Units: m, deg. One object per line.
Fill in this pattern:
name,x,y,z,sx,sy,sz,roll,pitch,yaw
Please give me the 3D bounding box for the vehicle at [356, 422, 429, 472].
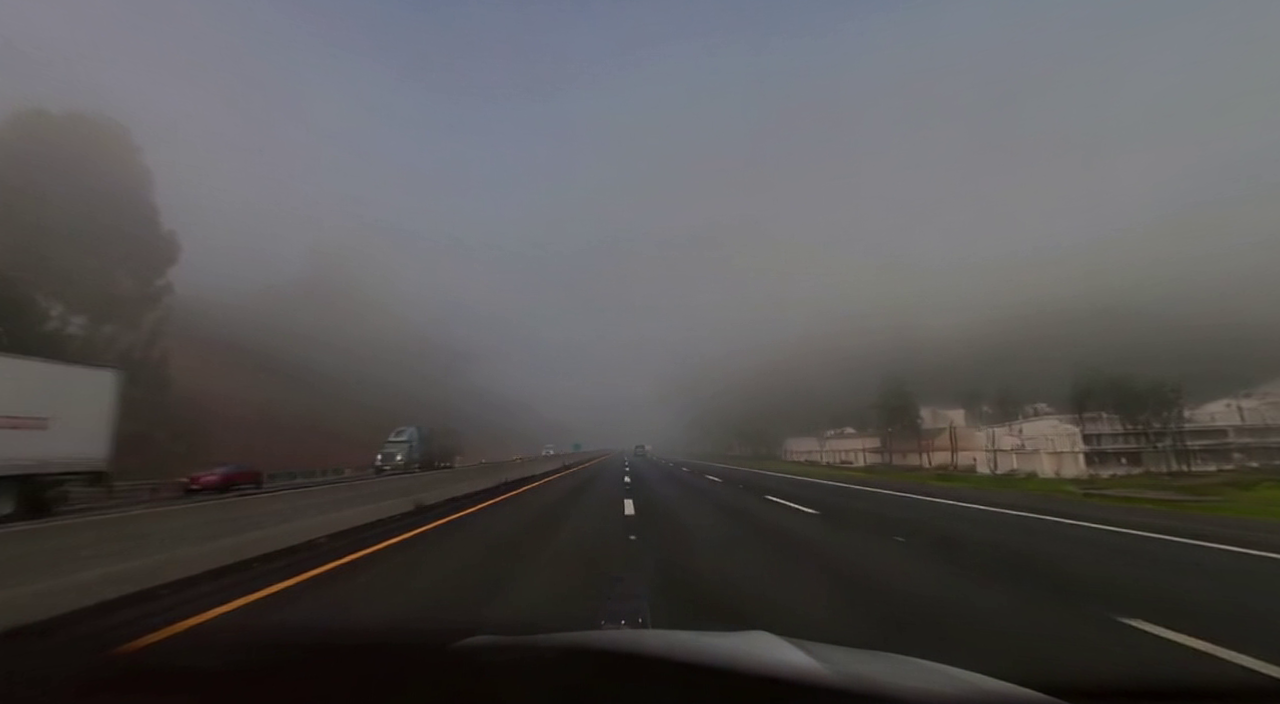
vehicle,-19.268,7.496,49.516,3.076,3.601,6.720,0,-9,-2
